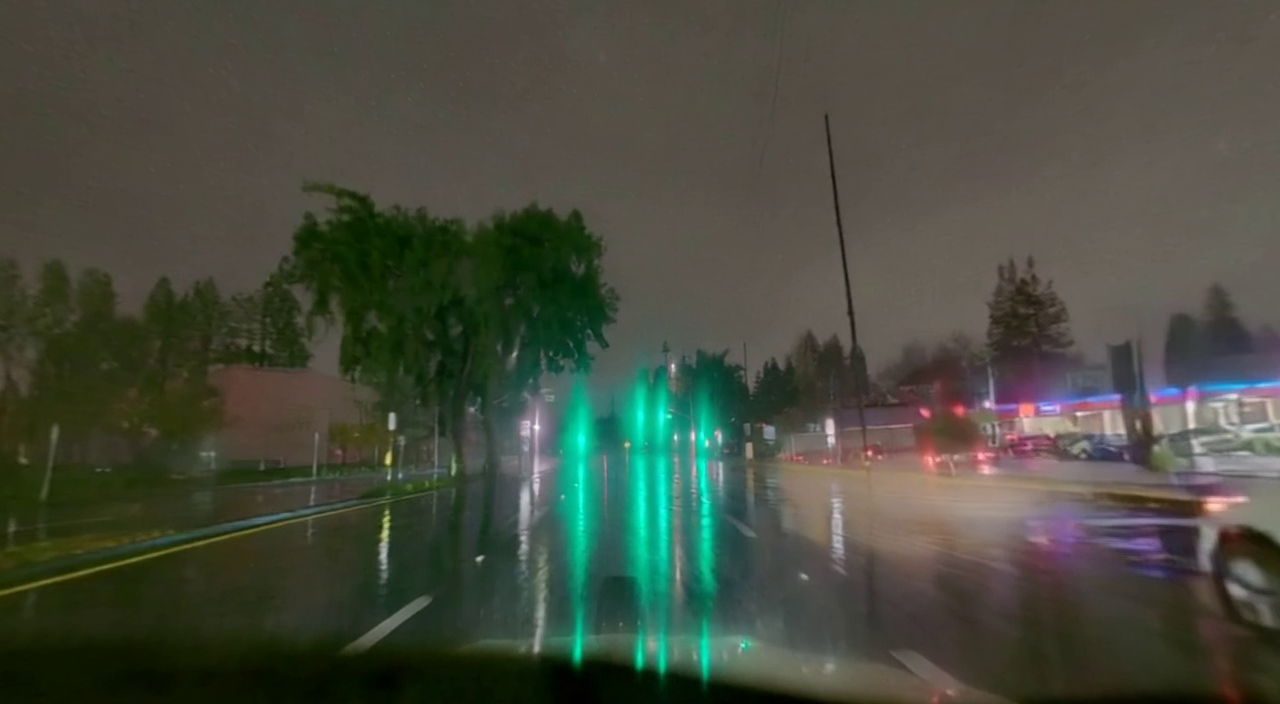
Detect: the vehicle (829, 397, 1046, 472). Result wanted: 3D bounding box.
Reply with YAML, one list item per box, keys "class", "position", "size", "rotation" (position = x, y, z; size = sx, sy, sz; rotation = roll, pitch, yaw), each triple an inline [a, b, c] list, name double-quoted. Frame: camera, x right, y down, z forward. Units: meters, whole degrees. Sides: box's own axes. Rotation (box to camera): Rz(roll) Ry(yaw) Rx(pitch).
- class: "vehicle"
  position: [14.346, 4.049, 31.044]
  size: [9.127, 3.409, 2.992]
  rotation: [1, -8, -2]

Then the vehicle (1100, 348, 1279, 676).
- class: "vehicle"
  position: [4.770, 0.740, 2.422]
  size: [2.245, 1.864, 5.076]
  rotation: [0, -8, 2]
